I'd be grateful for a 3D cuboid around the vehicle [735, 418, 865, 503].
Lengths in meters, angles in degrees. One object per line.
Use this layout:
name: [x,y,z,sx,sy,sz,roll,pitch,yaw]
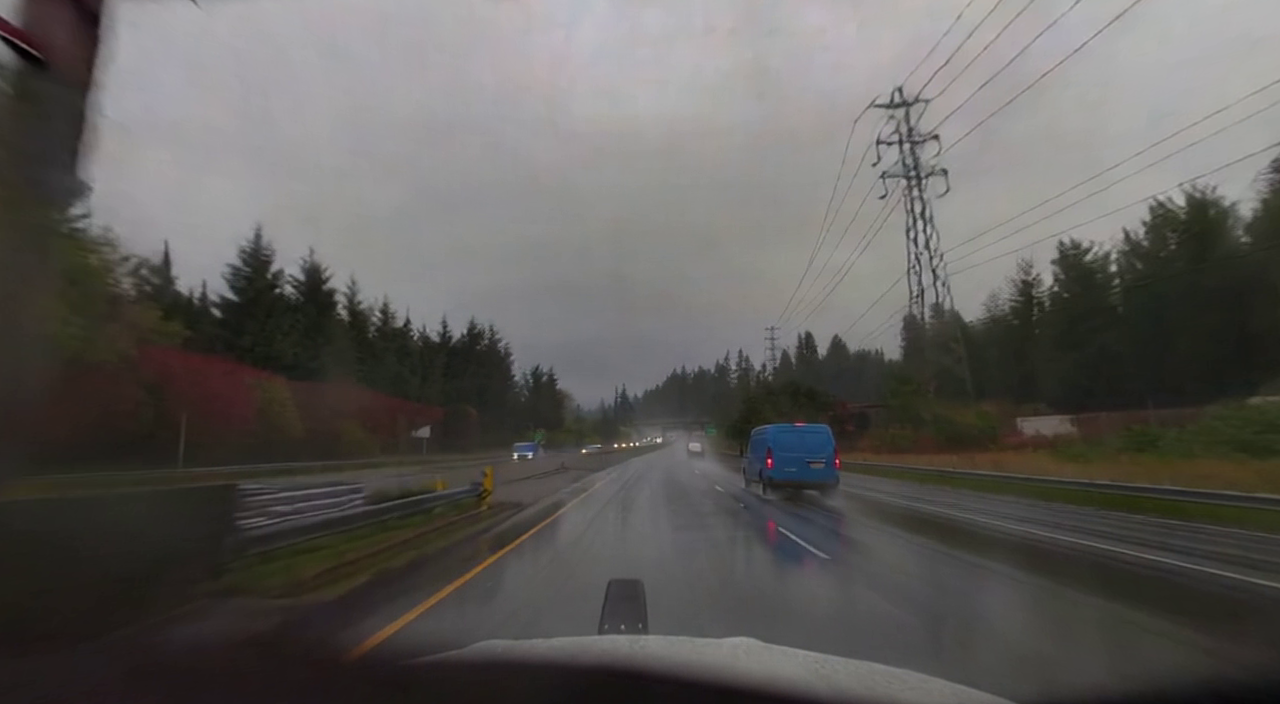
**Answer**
vehicle: [4.173,2.963,17.483,2.261,1.969,5.104,0,-9,0]
